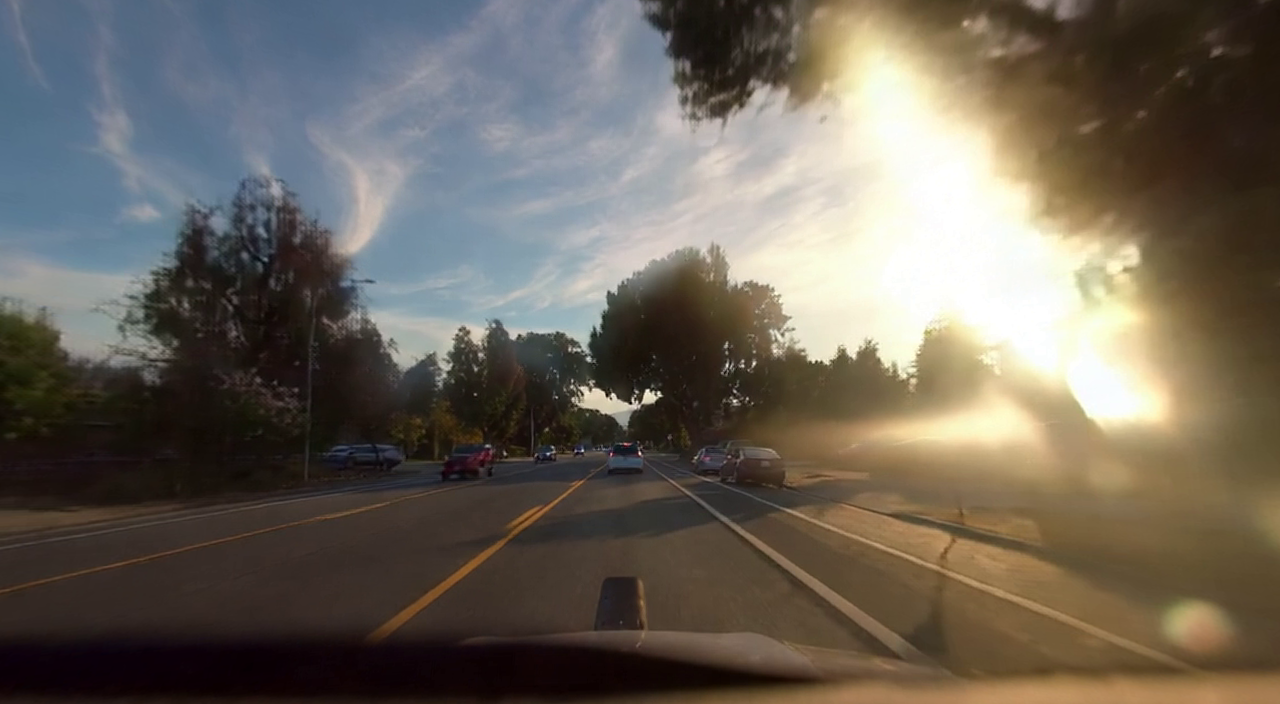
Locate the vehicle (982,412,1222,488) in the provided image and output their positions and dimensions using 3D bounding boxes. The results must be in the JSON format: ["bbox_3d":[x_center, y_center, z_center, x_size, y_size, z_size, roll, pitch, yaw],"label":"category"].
[{"bbox_3d":[12.385,2.660,17.230,4.870,1.926,2.094,0,-9,-1],"label":"vehicle"}]

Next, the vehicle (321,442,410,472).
[{"bbox_3d":[-20.144,7.688,46.513,5.551,1.870,2.183,-2,-8,-3],"label":"vehicle"}]

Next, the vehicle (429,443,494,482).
[{"bbox_3d":[-8.481,5.263,30.466,1.945,1.712,4.240,0,-9,-1],"label":"vehicle"}]

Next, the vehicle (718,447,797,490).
[{"bbox_3d":[4.379,4.433,24.375,1.963,1.469,4.709,1,-9,-2],"label":"vehicle"}]

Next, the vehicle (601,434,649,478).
[{"bbox_3d":[-0.686,5.047,30.930,2.153,1.942,4.767,0,-9,-1],"label":"vehicle"}]

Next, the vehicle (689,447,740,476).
[{"bbox_3d":[4.057,6.053,35.242,2.001,1.480,5.022,1,-9,-2],"label":"vehicle"}]

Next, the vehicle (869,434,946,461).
[{"bbox_3d":[17.874,6.388,42.318,4.172,1.705,2.032,1,-9,-7],"label":"vehicle"}]
